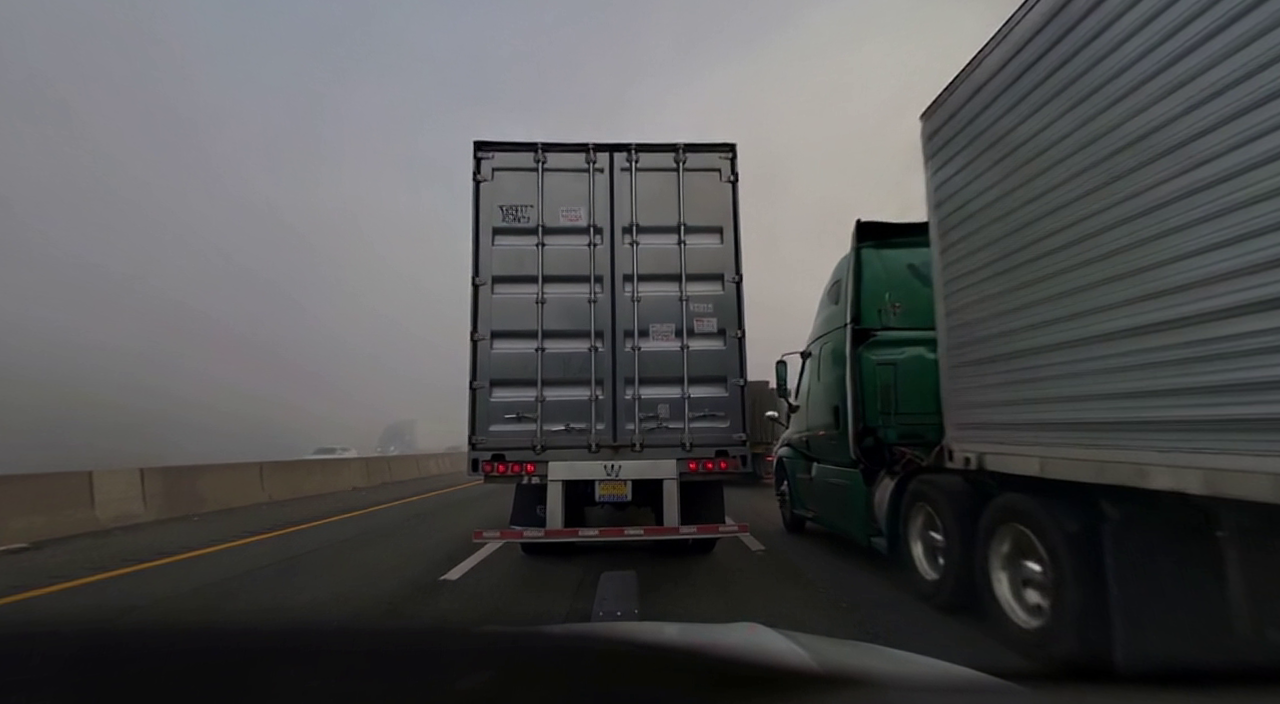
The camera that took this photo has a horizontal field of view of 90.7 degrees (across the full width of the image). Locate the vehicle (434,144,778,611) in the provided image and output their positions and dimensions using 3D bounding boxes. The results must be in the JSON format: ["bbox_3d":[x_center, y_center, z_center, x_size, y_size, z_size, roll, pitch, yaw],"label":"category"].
[{"bbox_3d":[-0.282,1.004,11.479,2.841,4.071,12.046,0,-8,0],"label":"vehicle"}]

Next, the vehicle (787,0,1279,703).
[{"bbox_3d":[3.547,0.172,4.806,2.955,3.777,7.403,0,-8,-1],"label":"vehicle"}]
